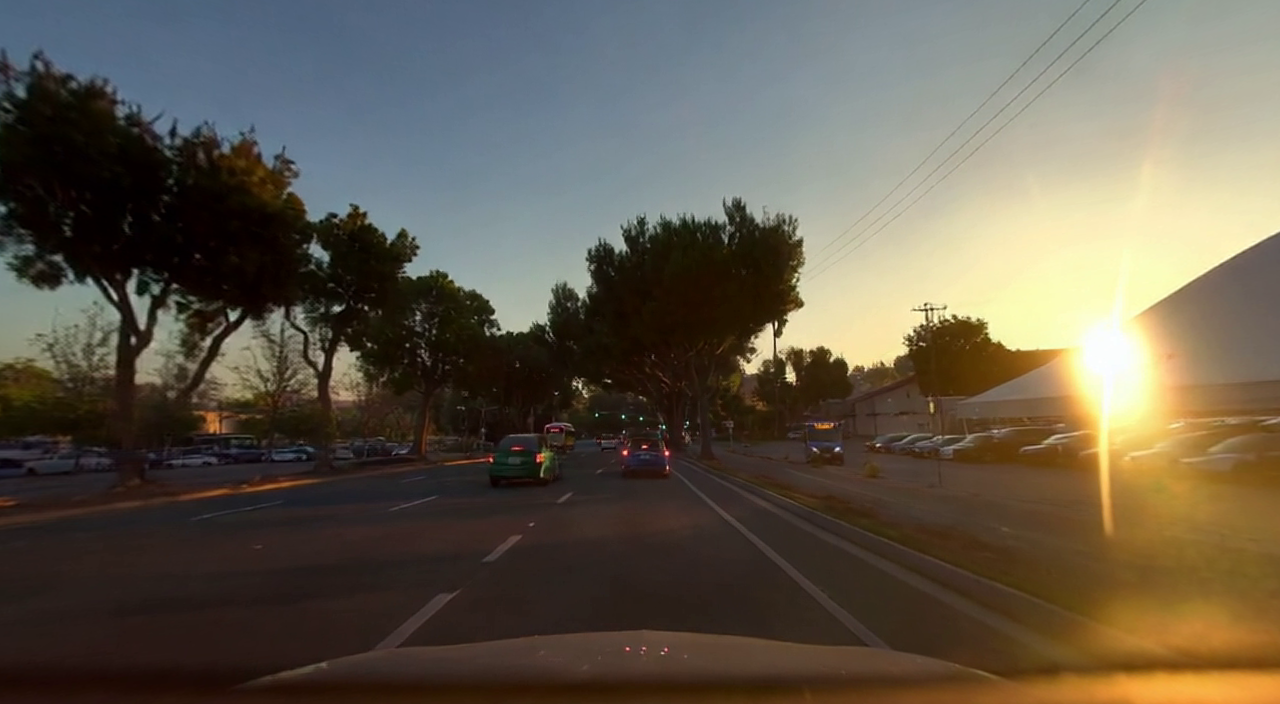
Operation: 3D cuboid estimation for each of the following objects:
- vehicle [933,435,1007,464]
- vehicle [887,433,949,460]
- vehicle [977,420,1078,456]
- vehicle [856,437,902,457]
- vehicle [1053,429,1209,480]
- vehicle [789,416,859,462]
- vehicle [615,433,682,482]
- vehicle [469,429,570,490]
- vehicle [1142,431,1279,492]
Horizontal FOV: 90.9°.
[{"bbox_3d":[18.615,5.550,35.837,1.826,1.532,4.290,0,-9,-1],"label":"vehicle"},{"bbox_3d":[18.466,6.298,42.177,1.841,1.680,4.842,0,-9,-1],"label":"vehicle"},{"bbox_3d":[23.936,5.417,39.377,2.225,2.013,6.379,0,-9,-1],"label":"vehicle"},{"bbox_3d":[18.241,7.274,48.330,1.694,1.451,4.505,0,-9,0],"label":"vehicle"},{"bbox_3d":[18.595,3.900,24.256,1.965,1.749,4.838,0,-9,-2],"label":"vehicle"},{"bbox_3d":[11.820,5.694,41.099,2.754,2.711,6.196,0,-9,1],"label":"vehicle"},{"bbox_3d":[0.217,3.646,22.035,2.123,1.498,4.226,0,-9,-1],"label":"vehicle"},{"bbox_3d":[-3.529,3.260,19.379,2.148,1.636,4.199,0,-9,2],"label":"vehicle"},{"bbox_3d":[18.649,3.258,18.976,2.229,1.661,5.991,0,-9,1],"label":"vehicle"}]
